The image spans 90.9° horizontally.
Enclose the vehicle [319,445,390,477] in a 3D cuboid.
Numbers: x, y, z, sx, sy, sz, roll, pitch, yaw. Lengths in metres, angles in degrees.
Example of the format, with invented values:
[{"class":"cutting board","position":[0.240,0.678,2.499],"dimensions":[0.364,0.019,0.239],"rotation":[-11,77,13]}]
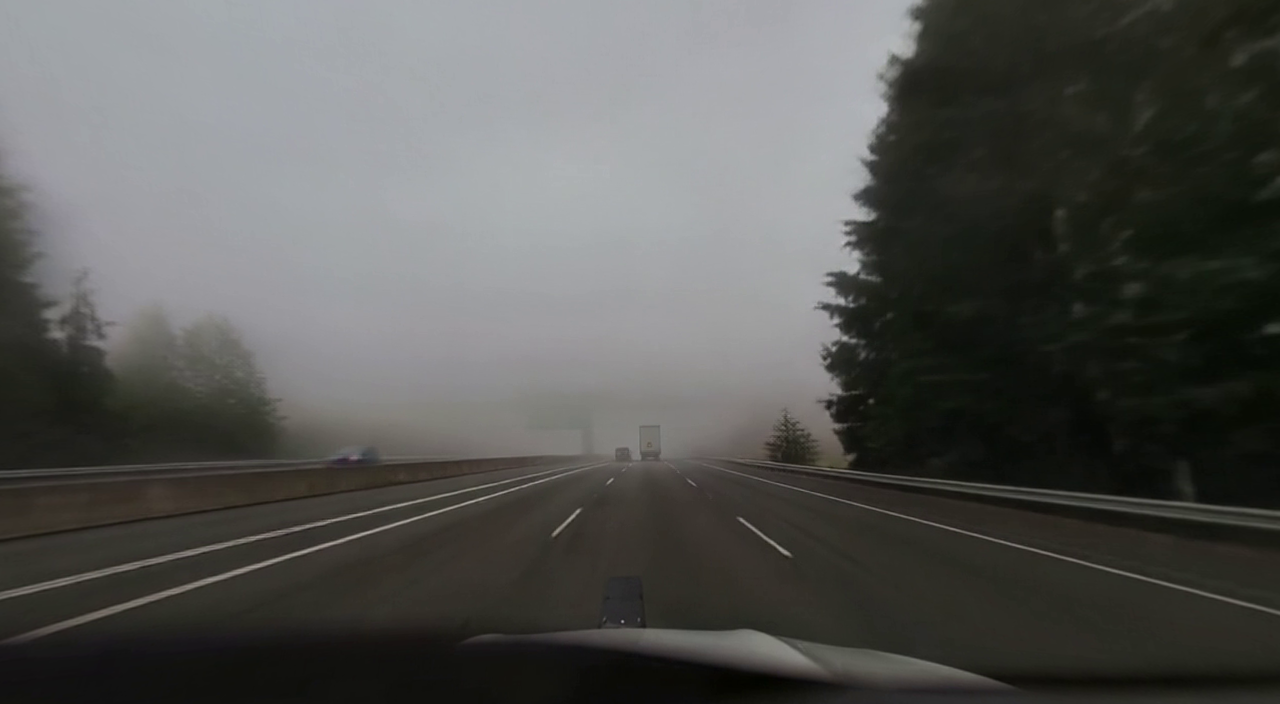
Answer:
[{"class":"vehicle","position":[-15.810,6.048,35.152],"dimensions":[1.884,1.631,4.263],"rotation":[-1,-9,1]}]
